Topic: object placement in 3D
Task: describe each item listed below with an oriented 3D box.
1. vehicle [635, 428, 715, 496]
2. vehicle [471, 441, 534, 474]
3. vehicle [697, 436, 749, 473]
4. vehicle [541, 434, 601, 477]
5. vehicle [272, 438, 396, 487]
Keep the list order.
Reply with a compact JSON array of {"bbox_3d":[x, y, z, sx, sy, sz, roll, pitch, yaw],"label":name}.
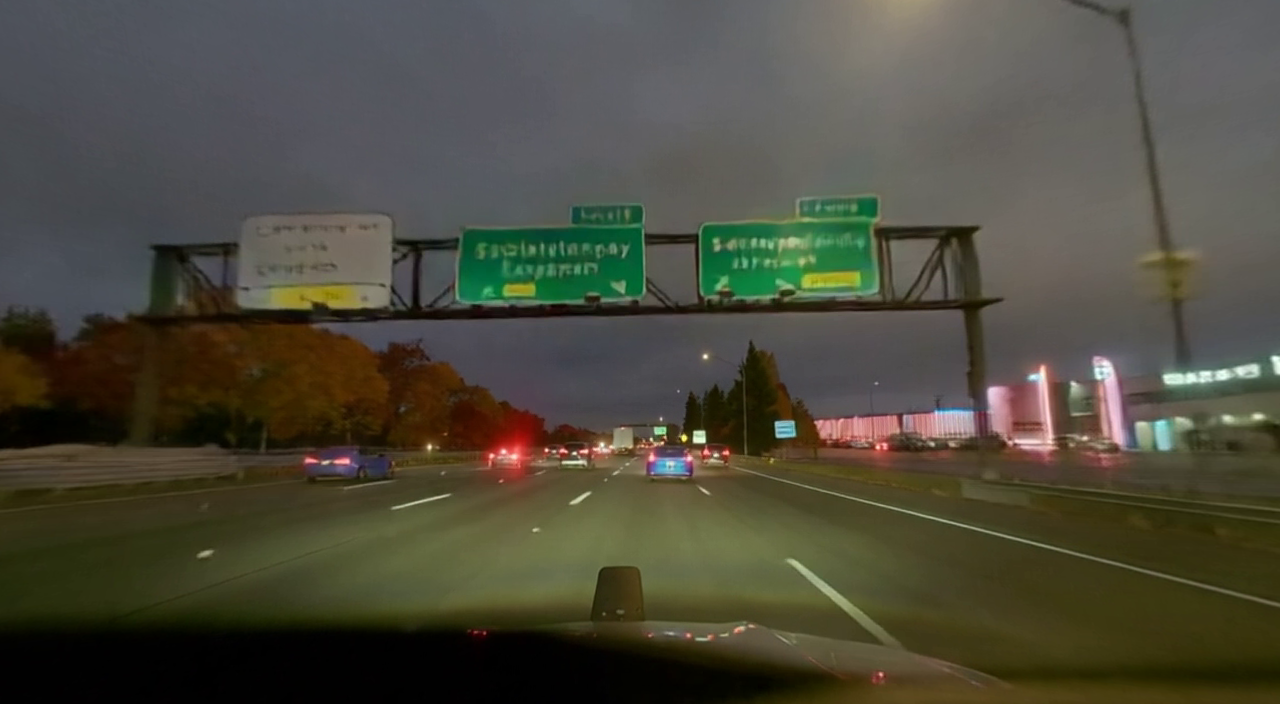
[{"bbox_3d":[0.990,3.233,18.787,2.101,1.742,4.495,0,-9,2],"label":"vehicle"},{"bbox_3d":[-6.885,5.337,32.087,2.057,1.496,4.661,0,-9,1],"label":"vehicle"},{"bbox_3d":[4.337,5.440,33.579,2.193,1.778,4.488,0,-9,0],"label":"vehicle"},{"bbox_3d":[-2.995,4.621,28.294,2.111,1.742,4.315,0,-9,2],"label":"vehicle"},{"bbox_3d":[-10.713,3.886,22.490,2.006,1.509,4.634,0,-9,1],"label":"vehicle"}]
